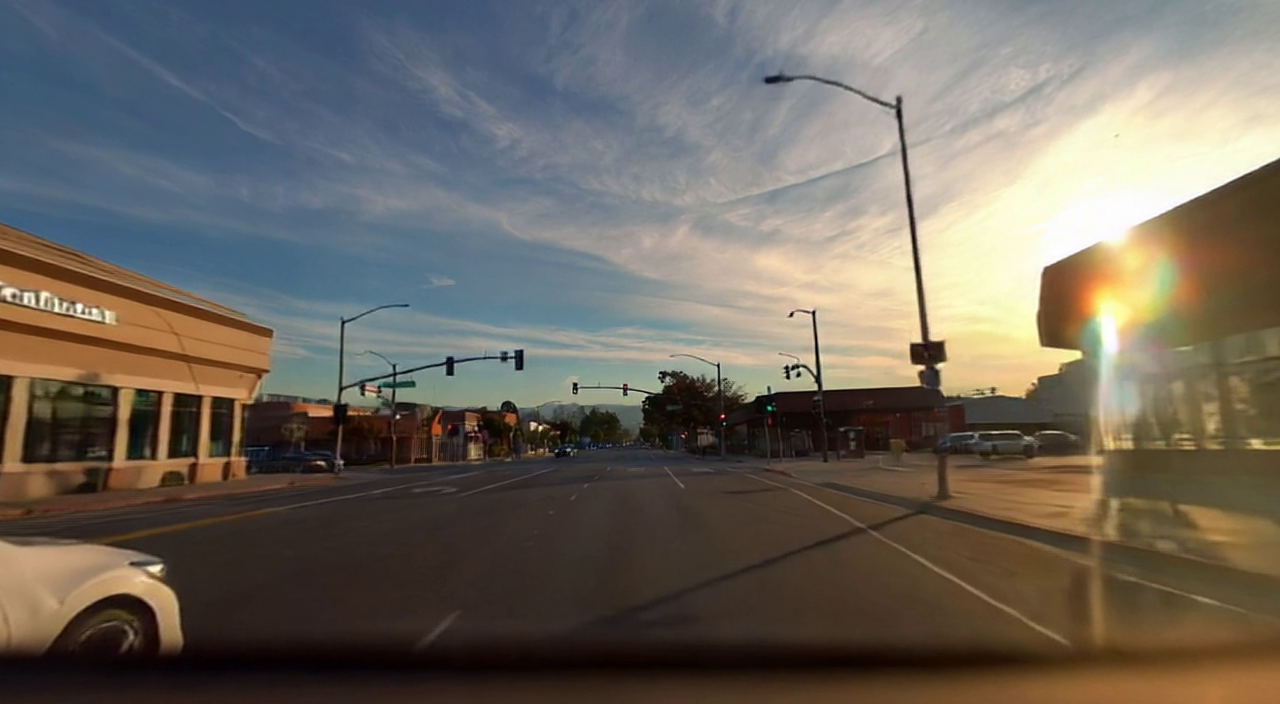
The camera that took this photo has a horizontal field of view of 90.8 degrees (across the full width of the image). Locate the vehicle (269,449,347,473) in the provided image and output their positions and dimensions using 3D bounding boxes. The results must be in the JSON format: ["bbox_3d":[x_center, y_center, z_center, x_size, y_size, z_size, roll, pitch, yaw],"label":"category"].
[{"bbox_3d":[-25.159,8.277,48.024,4.727,1.719,2.095,-1,-8,2],"label":"vehicle"}]

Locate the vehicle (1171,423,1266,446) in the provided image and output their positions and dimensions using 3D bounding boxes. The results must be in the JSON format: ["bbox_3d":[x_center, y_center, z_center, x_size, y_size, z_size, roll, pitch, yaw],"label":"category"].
[{"bbox_3d":[39.575,5.670,43.283,4.491,1.456,1.844,-1,-9,3],"label":"vehicle"}]

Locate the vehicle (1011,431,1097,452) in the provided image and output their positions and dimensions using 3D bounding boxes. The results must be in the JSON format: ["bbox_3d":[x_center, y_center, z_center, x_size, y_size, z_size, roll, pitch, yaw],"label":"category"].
[{"bbox_3d":[28.568,6.194,43.677,4.663,1.400,1.716,-1,-8,2],"label":"vehicle"}]

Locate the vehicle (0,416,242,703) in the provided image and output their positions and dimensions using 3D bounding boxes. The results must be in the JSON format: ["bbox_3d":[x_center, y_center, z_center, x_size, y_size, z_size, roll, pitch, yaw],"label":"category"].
[{"bbox_3d":[-2.910,0.746,0.754,1.874,1.424,4.553,0,-8,1],"label":"vehicle"}]

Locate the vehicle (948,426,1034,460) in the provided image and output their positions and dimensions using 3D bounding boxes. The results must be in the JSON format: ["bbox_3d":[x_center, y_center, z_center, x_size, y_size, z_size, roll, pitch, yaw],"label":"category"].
[{"bbox_3d":[18.656,4.873,33.843,1.879,1.643,4.484,0,-8,-3],"label":"vehicle"}]
